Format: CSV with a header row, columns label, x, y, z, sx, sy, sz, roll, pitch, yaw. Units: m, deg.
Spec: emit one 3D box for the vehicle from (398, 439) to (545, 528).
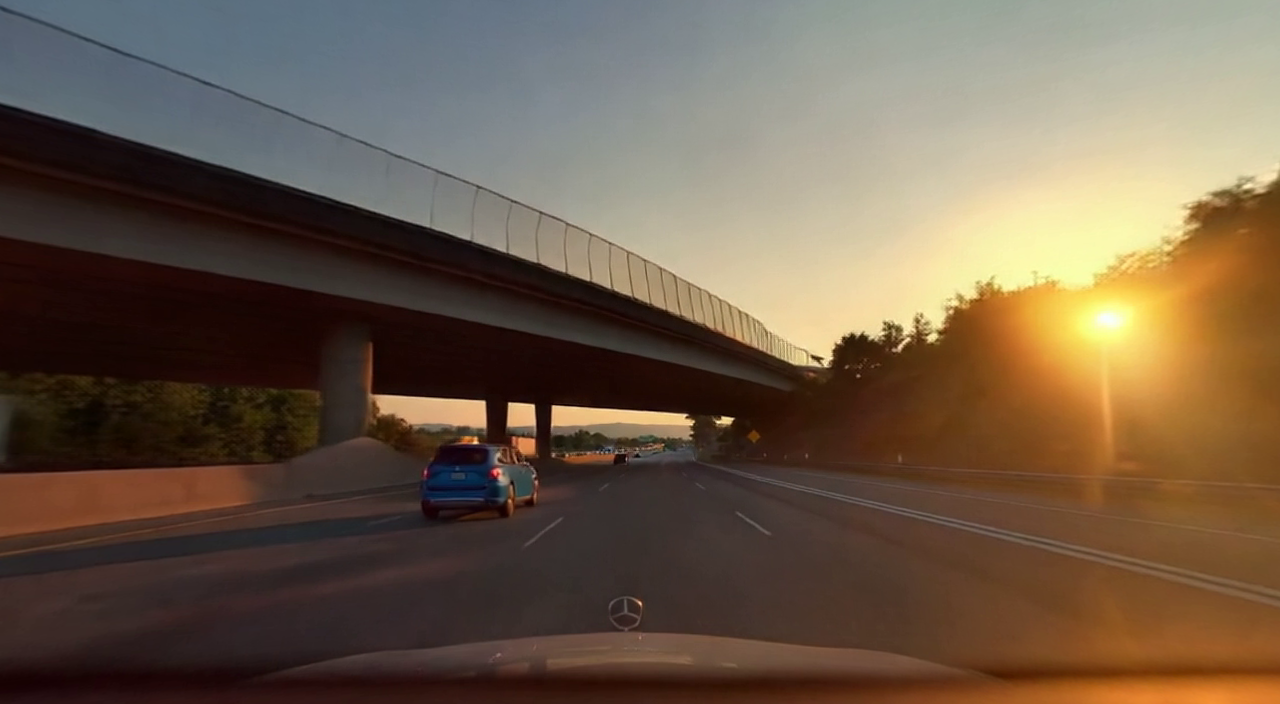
label,x,y,z,sx,sy,sz,roll,pitch,yaw
vehicle,-3.457,2.771,13.886,2.016,1.623,4.126,0,-9,1
